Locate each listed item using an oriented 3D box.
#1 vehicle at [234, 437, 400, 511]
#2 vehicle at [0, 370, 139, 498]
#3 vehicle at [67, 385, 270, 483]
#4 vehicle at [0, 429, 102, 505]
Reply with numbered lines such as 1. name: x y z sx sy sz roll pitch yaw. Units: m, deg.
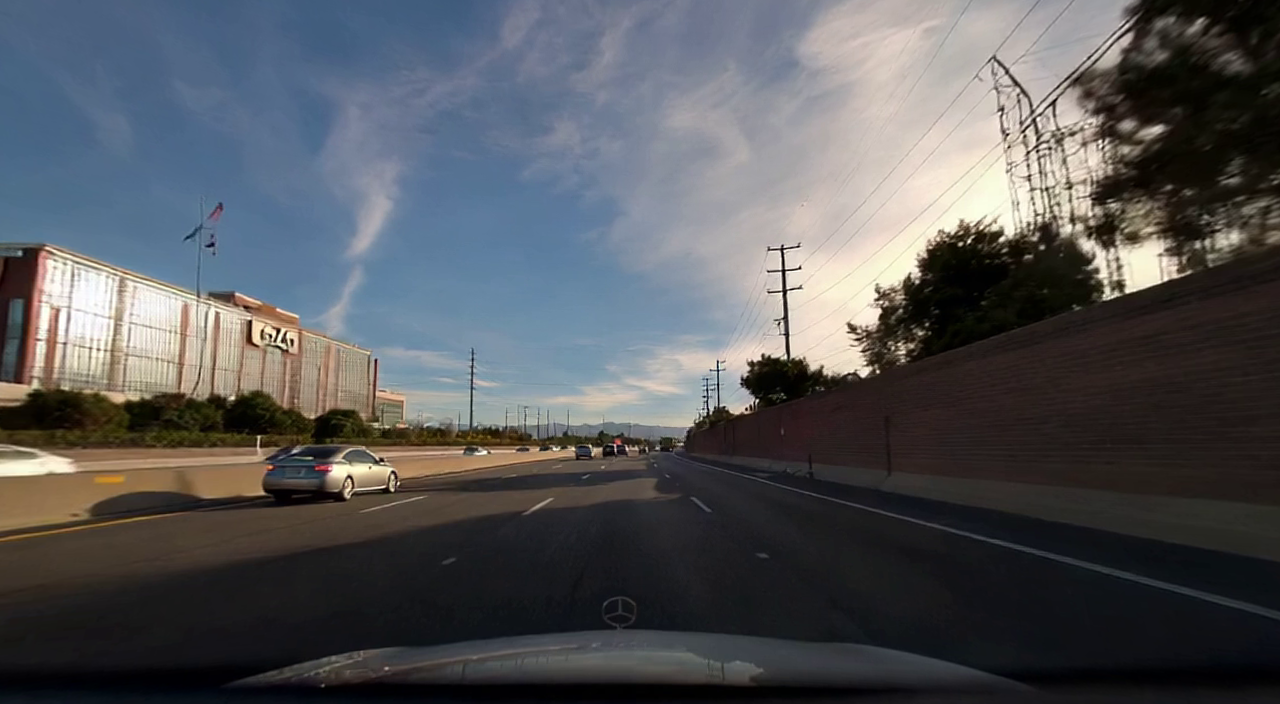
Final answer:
1. vehicle: -7.682 2.917 15.550 2.013 1.574 3.923 0 -8 -1
2. vehicle: -22.192 2.461 19.135 2.983 4.074 13.437 0 -8 0
3. vehicle: -22.261 4.069 30.830 2.853 4.066 8.898 0 -8 0
4. vehicle: -14.556 2.436 13.355 1.987 1.595 4.976 0 -9 -1
